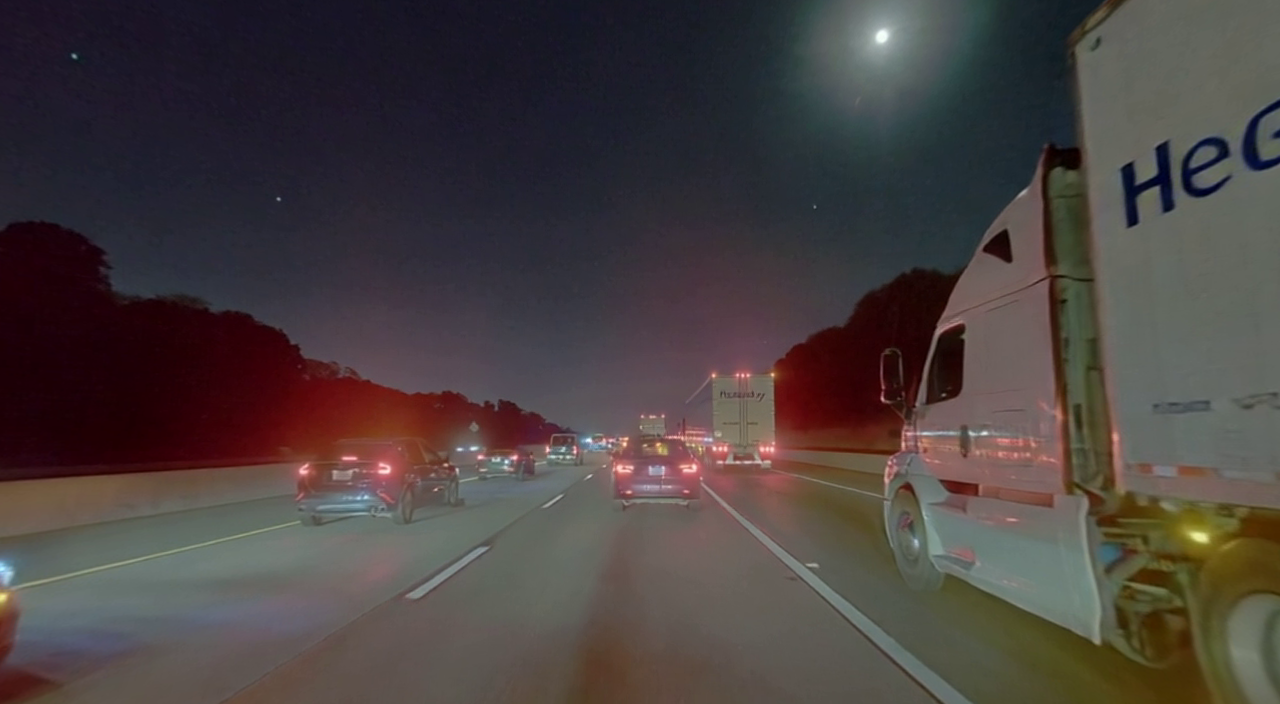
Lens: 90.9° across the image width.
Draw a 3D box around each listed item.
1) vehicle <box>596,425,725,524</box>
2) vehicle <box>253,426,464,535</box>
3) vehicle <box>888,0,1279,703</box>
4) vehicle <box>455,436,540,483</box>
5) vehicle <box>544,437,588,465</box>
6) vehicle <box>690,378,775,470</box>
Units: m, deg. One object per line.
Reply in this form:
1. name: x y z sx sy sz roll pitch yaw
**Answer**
1. vehicle: 0.324 2.134 11.550 1.973 1.505 3.568 0 -8 0
2. vehicle: -4.475 2.048 10.729 1.821 1.514 3.677 0 -8 1
3. vehicle: 4.018 -0.107 3.213 2.982 3.860 6.011 0 -8 0
4. vehicle: -4.769 3.622 21.649 1.880 1.458 3.978 0 -8 1
5. vehicle: -4.218 5.662 36.480 1.887 1.493 4.411 0 -8 2
6. vehicle: 4.682 4.143 35.270 2.892 4.101 14.252 0 -8 1
